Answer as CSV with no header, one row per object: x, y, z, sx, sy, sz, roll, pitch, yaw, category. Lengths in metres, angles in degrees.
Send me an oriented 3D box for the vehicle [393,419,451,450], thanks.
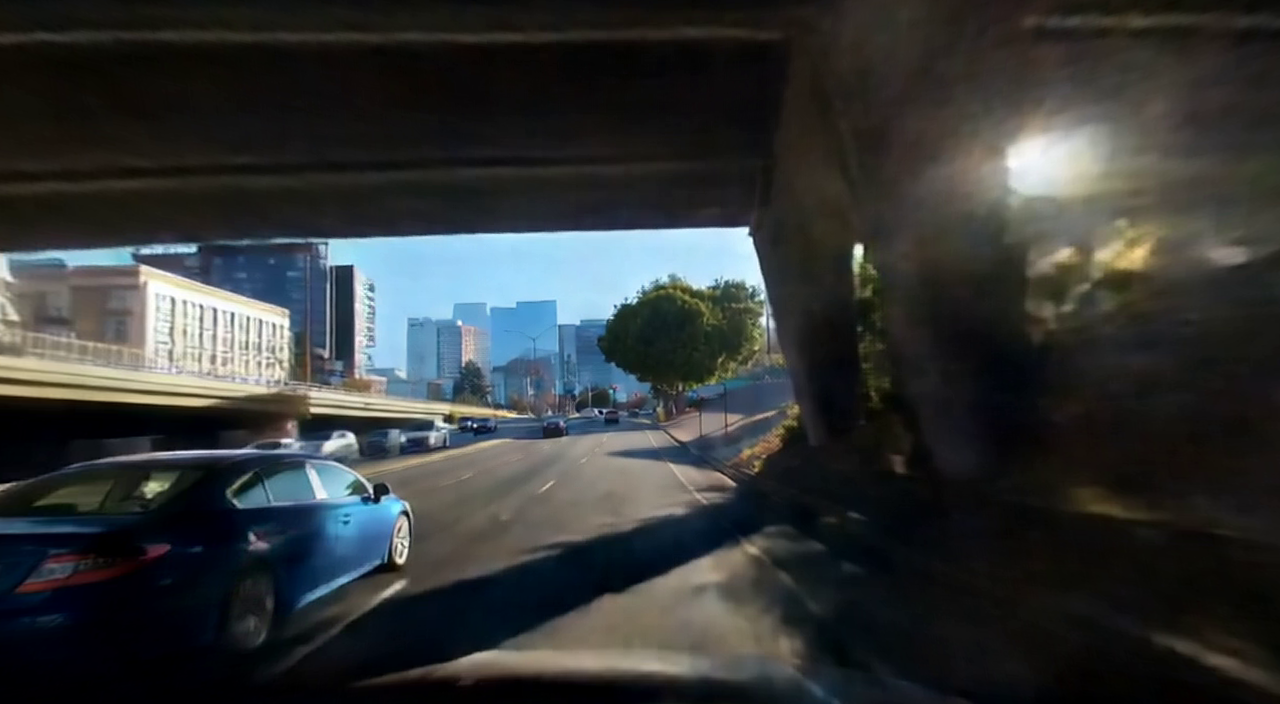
-13.734,5.185,40.082,1.983,1.649,4.565,-1,-4,1,vehicle

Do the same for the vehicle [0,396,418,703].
-3.172,1.169,3.924,2.041,1.470,4.290,-1,-8,0,vehicle
